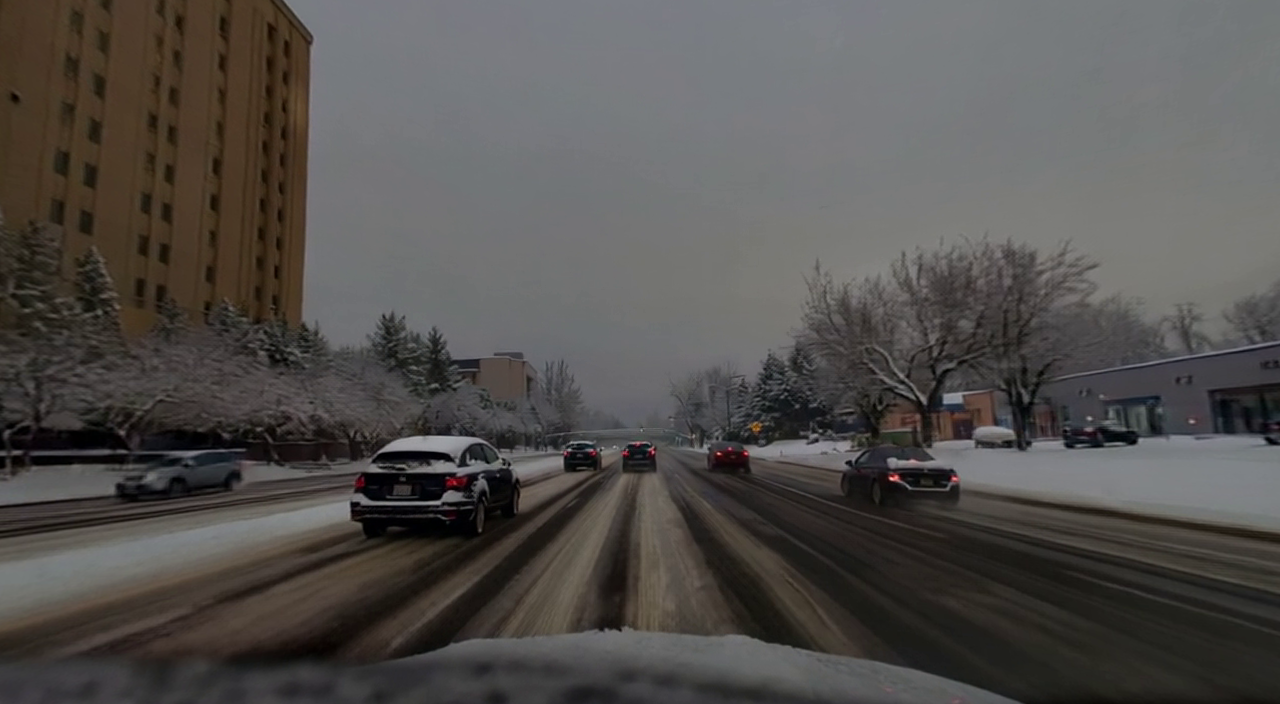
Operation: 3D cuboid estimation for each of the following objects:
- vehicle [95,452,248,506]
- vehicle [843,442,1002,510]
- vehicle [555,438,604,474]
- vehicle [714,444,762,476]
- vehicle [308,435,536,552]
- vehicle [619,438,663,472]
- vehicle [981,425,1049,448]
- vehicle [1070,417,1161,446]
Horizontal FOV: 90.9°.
[{"bbox_3d":[-17.778,4.782,24.317,2.040,1.838,4.927,0,-9,0],"label":"vehicle"},{"bbox_3d":[6.873,3.055,16.003,1.865,1.458,4.605,0,-9,0],"label":"vehicle"},{"bbox_3d":[-3.231,5.653,34.410,2.117,1.799,4.442,0,-9,1],"label":"vehicle"},{"bbox_3d":[4.750,5.305,31.076,1.884,1.458,4.245,-1,-9,3],"label":"vehicle"},{"bbox_3d":[-3.167,2.161,10.354,2.095,1.486,4.411,0,-9,1],"label":"vehicle"},{"bbox_3d":[0.067,5.811,35.624,2.304,1.795,4.526,0,-9,1],"label":"vehicle"},{"bbox_3d":[26.511,5.992,44.475,4.692,1.475,2.038,5,-10,-31],"label":"vehicle"},{"bbox_3d":[26.160,4.420,34.627,4.674,1.489,2.008,4,-10,-27],"label":"vehicle"}]
